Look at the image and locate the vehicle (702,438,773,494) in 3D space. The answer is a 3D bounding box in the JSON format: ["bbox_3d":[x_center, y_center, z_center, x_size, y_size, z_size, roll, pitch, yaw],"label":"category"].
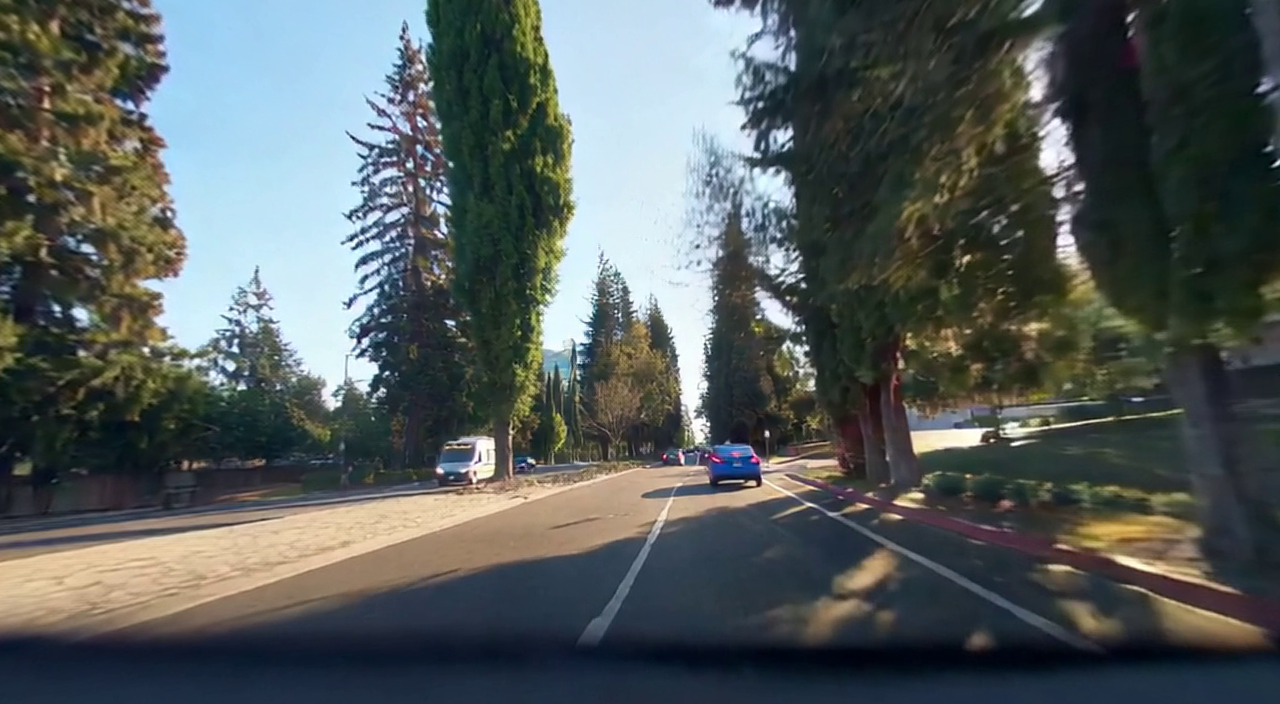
[{"bbox_3d":[3.143,3.753,21.150,2.052,1.639,4.123,-1,-8,5],"label":"vehicle"}]

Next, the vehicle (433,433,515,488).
[{"bbox_3d":[-9.700,6.356,37.444,2.661,2.737,6.092,-6,-9,5],"label":"vehicle"}]
